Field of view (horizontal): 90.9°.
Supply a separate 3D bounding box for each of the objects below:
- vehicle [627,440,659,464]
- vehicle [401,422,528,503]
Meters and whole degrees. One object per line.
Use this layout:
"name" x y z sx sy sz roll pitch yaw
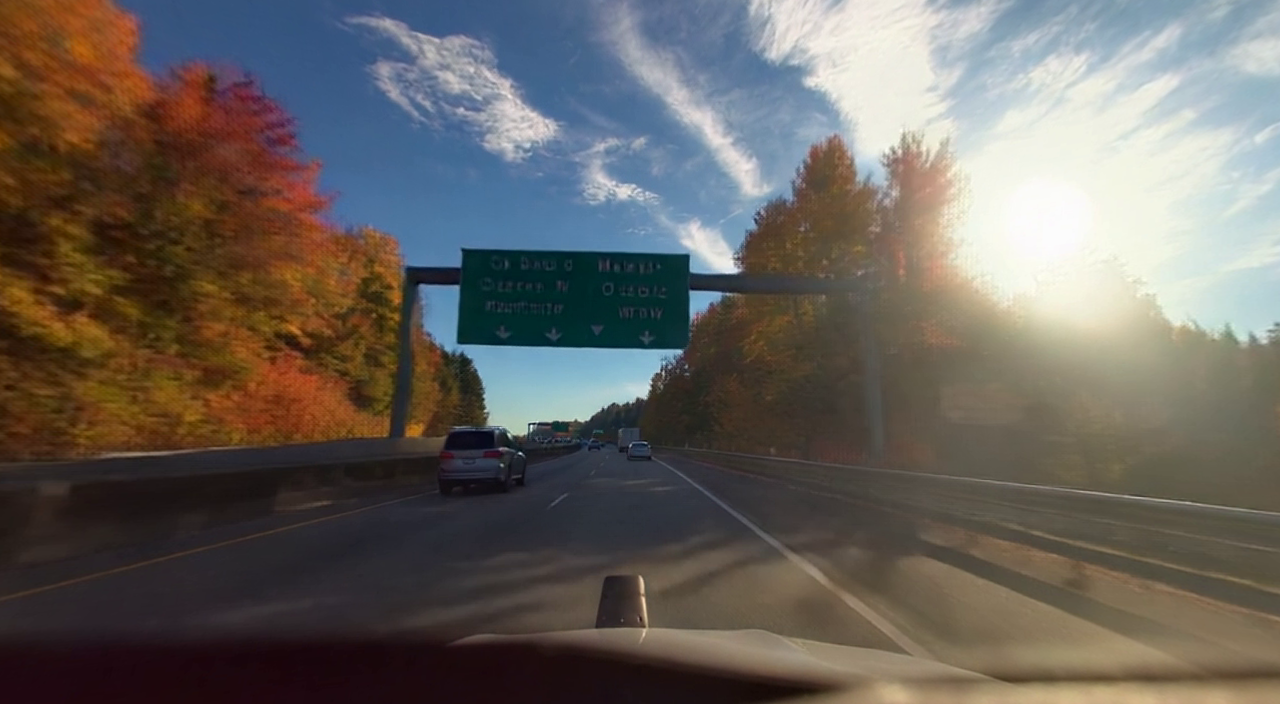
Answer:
"vehicle" 0.179 6.455 40.772 1.939 1.497 3.863 0 -8 -1
"vehicle" -4.168 2.683 15.724 1.924 1.720 4.195 0 -8 0
